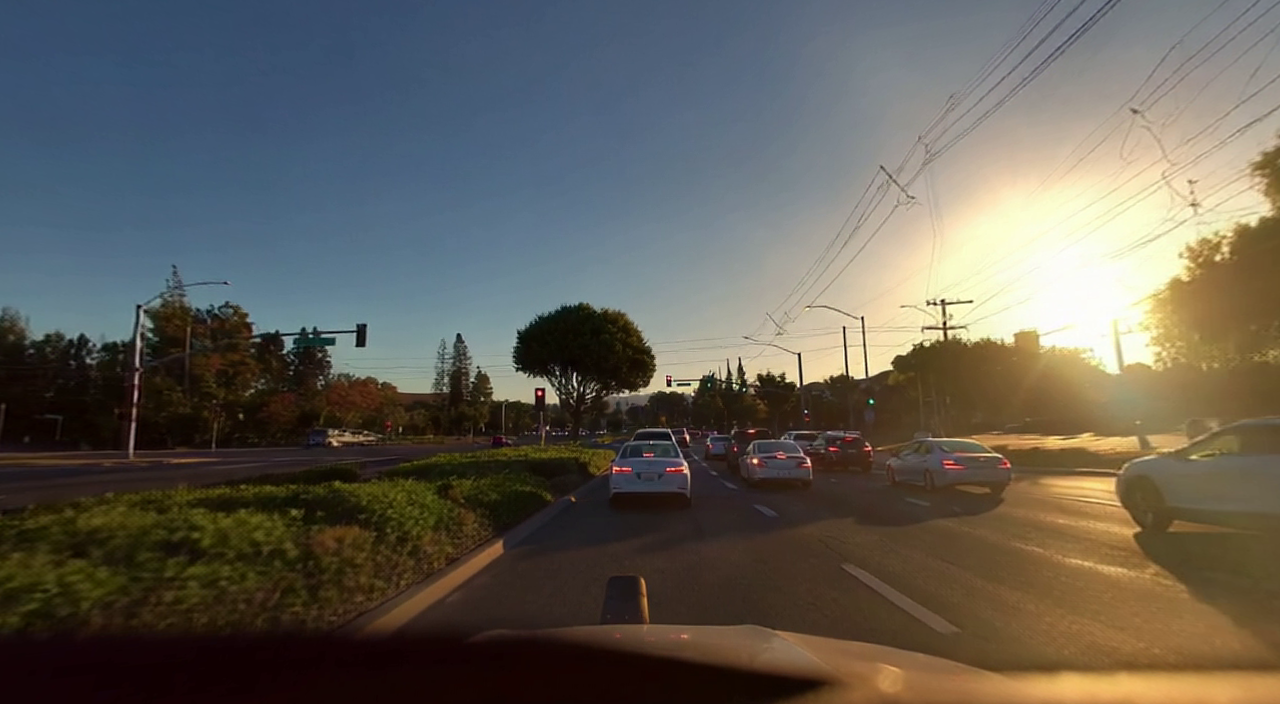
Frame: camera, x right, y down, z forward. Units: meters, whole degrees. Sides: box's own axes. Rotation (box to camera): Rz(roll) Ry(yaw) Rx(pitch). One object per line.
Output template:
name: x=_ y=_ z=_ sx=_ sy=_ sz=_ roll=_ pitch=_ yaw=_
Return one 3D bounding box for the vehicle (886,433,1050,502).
vehicle: x=8.067 y=2.867 z=16.097 sx=1.905 sy=1.483 sz=4.469 roll=-1 pitch=-8 yaw=2

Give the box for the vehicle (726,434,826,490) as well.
vehicle: x=3.882 y=3.221 z=18.847 sx=2.028 sy=1.454 sz=4.531 roll=0 pitch=-8 yaw=1

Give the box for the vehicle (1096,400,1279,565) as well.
vehicle: x=8.187 y=1.474 z=7.206 sx=2.195 sy=1.802 sz=5.051 roll=0 pitch=-8 yaw=1

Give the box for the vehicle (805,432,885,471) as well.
vehicle: x=8.794 y=4.316 z=27.502 sx=1.966 sy=1.536 sz=4.666 roll=0 pitch=-8 yaw=1

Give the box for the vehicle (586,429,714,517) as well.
vehicle: x=0.202 y=2.422 z=13.168 sx=2.208 sy=1.498 sz=4.401 roll=0 pitch=-8 yaw=1
